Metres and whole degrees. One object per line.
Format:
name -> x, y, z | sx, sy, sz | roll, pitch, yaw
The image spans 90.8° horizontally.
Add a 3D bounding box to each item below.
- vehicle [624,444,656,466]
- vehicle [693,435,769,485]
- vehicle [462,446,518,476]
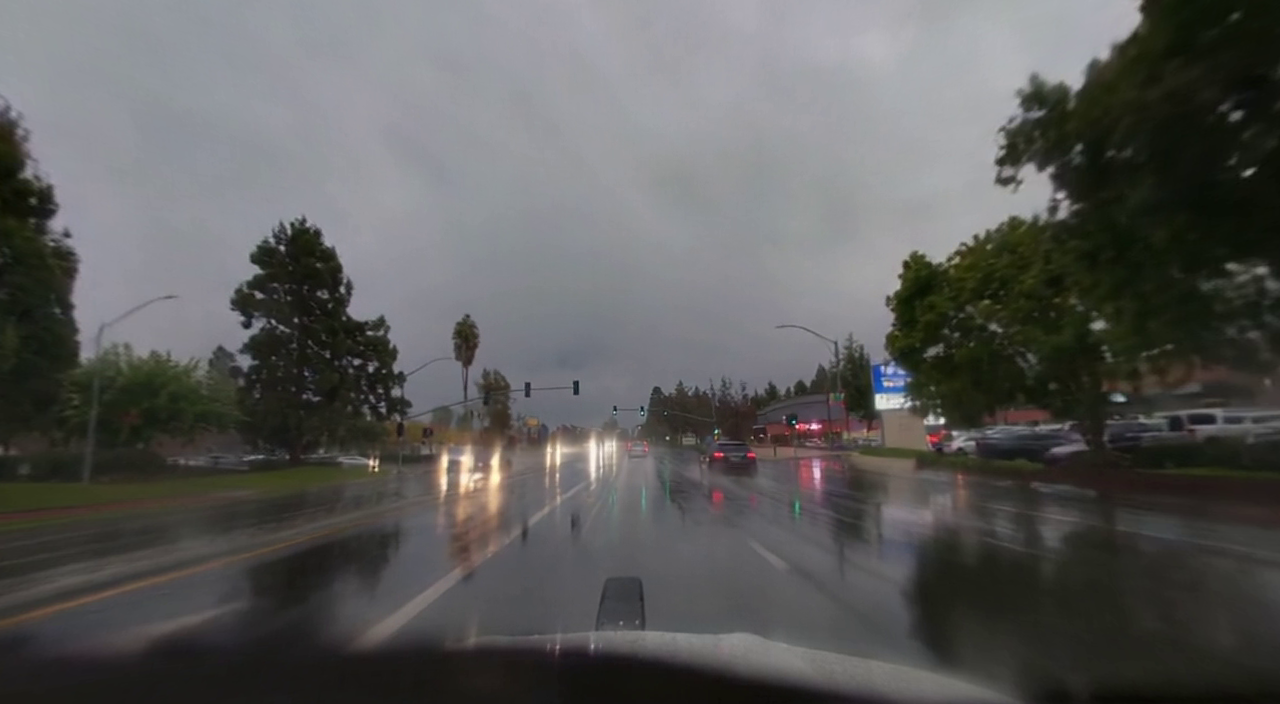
vehicle -> -0.003, 7.238, 44.582 | 2.135, 1.468, 4.076 | 0, -8, -1
vehicle -> 3.241, 3.952, 23.384 | 2.022, 1.643, 4.326 | 0, -8, -2
vehicle -> -8.327, 6.064, 35.430 | 1.990, 1.534, 4.630 | 0, -8, 0
